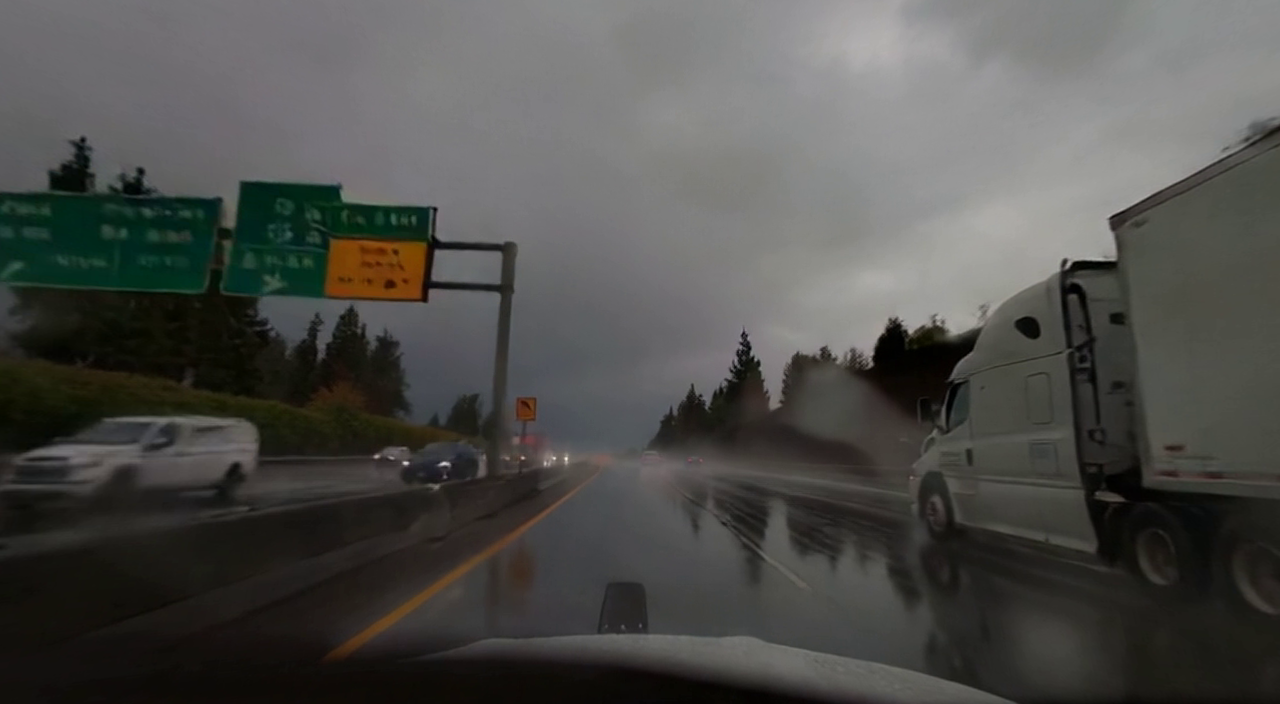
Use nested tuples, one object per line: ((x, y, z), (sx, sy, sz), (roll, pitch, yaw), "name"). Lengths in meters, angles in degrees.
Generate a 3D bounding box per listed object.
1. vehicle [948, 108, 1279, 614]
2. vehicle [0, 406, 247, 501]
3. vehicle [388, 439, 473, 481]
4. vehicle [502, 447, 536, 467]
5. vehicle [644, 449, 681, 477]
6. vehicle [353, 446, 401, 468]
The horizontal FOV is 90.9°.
((6.546, -0.181, 3.433), (2.890, 4.006, 14.039), (0, -9, 1), "vehicle")
((-12.196, 2.426, 15.191), (2.026, 1.875, 5.341), (0, -9, -1), "vehicle")
((-8.505, 4.428, 26.021), (1.943, 1.521, 4.628), (0, -9, 0), "vehicle")
((-9.224, 8.053, 48.324), (1.789, 1.478, 4.146), (0, -9, -1), "vehicle")
((1.324, 6.728, 38.520), (2.111, 1.599, 3.859), (0, -9, 0), "vehicle")
((-19.870, 7.903, 47.739), (1.830, 1.564, 4.271), (0, -9, -1), "vehicle")
